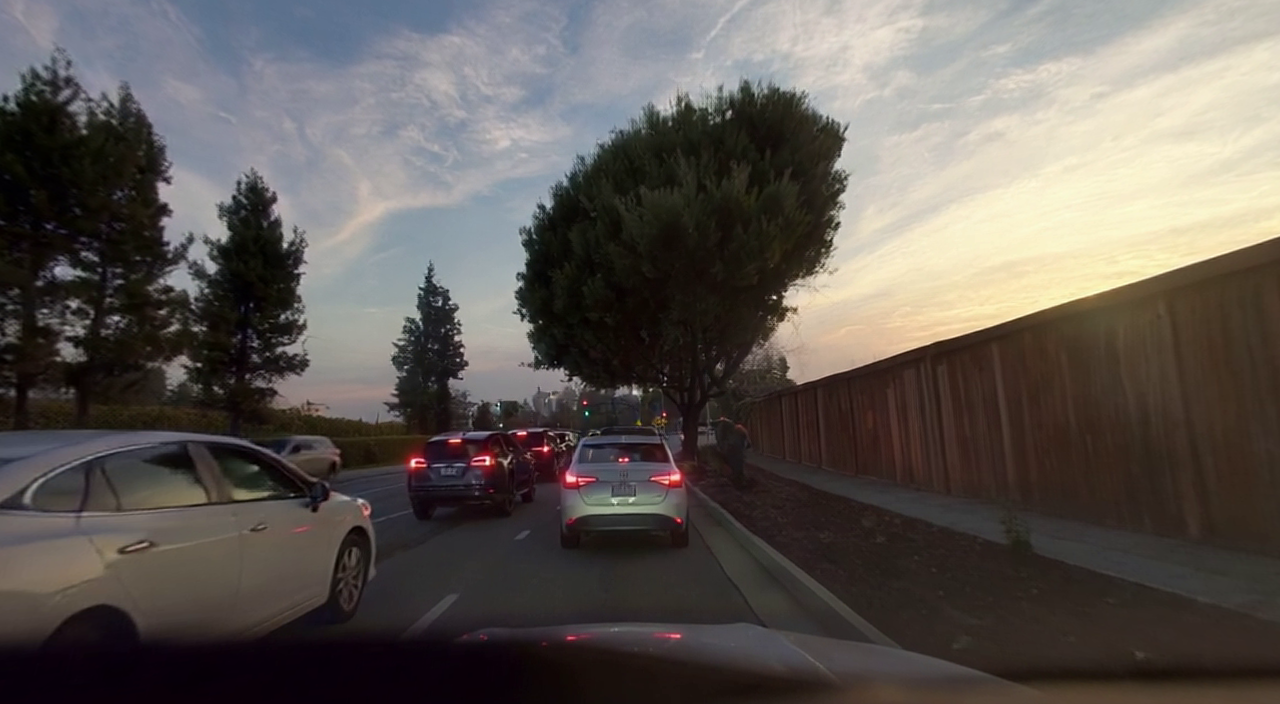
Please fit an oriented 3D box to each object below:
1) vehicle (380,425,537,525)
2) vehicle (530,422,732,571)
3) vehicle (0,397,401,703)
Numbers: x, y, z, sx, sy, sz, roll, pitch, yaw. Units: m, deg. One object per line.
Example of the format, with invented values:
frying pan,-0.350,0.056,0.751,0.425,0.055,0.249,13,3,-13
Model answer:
vehicle,-3.226,2.255,11.991,1.850,1.582,3.688,0,-8,0
vehicle,-0.126,1.722,8.230,1.995,1.460,3.865,0,-8,-1
vehicle,-3.155,1.084,3.247,1.980,1.520,4.636,0,-8,1
